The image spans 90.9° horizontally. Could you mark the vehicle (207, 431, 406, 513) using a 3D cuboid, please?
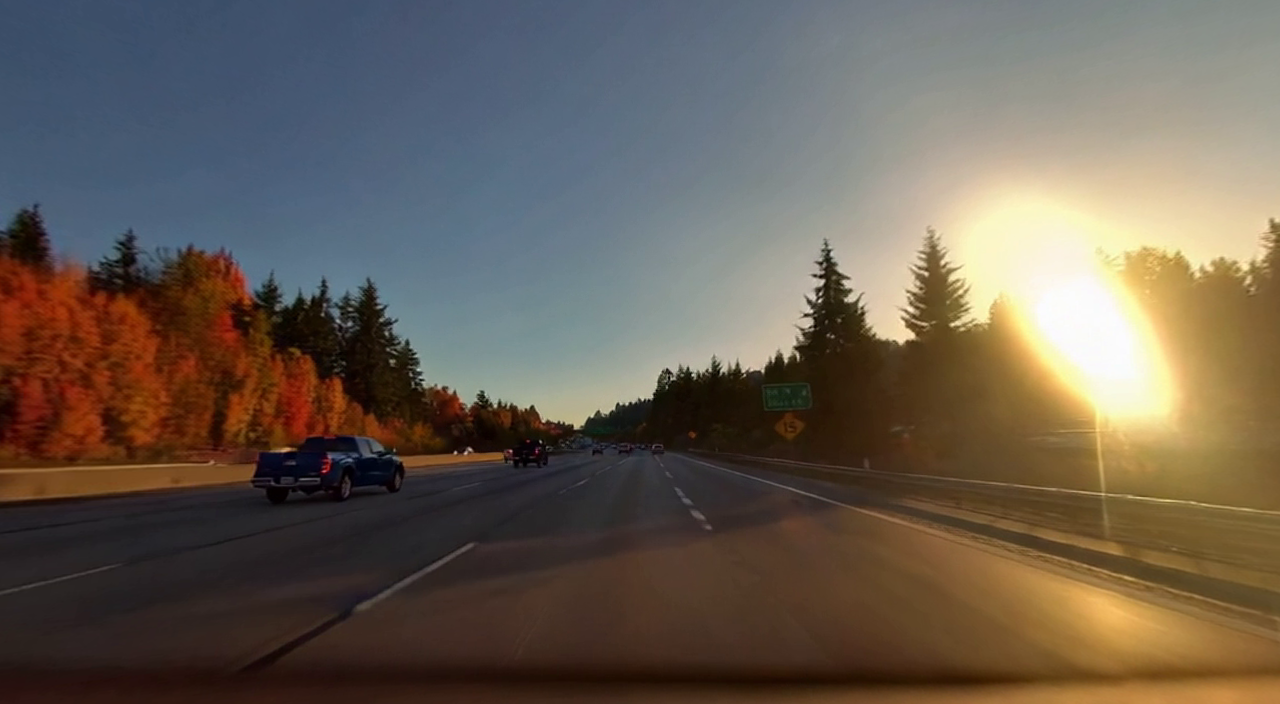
[{"bbox_3d":[-7.320,2.663,14.544,1.965,1.567,4.686,0,-8,1],"label":"vehicle"}]

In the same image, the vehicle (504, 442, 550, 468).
[{"bbox_3d":[-6.794,6.223,38.335,1.919,1.499,4.234,0,-8,2],"label":"vehicle"}]
